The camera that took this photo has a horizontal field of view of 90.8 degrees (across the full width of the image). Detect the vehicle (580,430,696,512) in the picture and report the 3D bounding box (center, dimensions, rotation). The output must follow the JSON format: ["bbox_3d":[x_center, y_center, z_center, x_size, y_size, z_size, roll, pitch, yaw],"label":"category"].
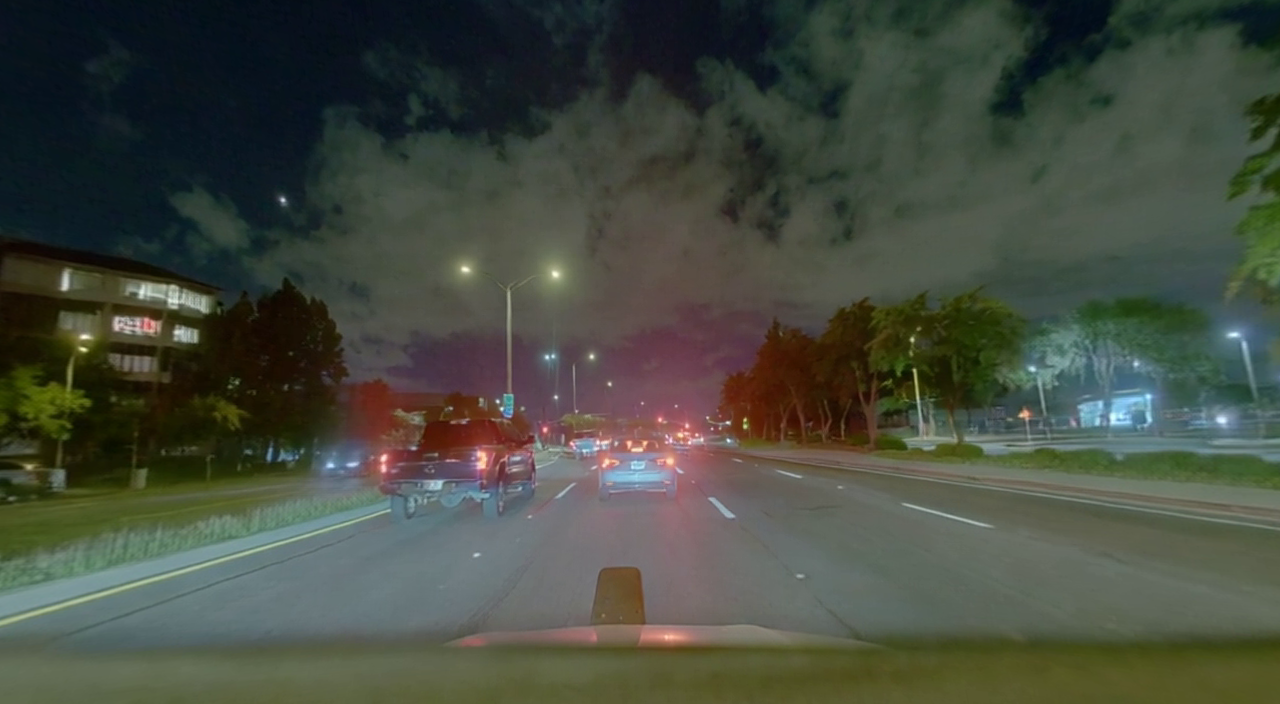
[{"bbox_3d":[-0.094,2.472,13.591,2.126,1.475,3.967,0,-8,-2],"label":"vehicle"}]

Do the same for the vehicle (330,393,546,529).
[{"bbox_3d":[-3.394,2.013,12.152,2.301,1.985,5.531,0,-8,0],"label":"vehicle"}]
